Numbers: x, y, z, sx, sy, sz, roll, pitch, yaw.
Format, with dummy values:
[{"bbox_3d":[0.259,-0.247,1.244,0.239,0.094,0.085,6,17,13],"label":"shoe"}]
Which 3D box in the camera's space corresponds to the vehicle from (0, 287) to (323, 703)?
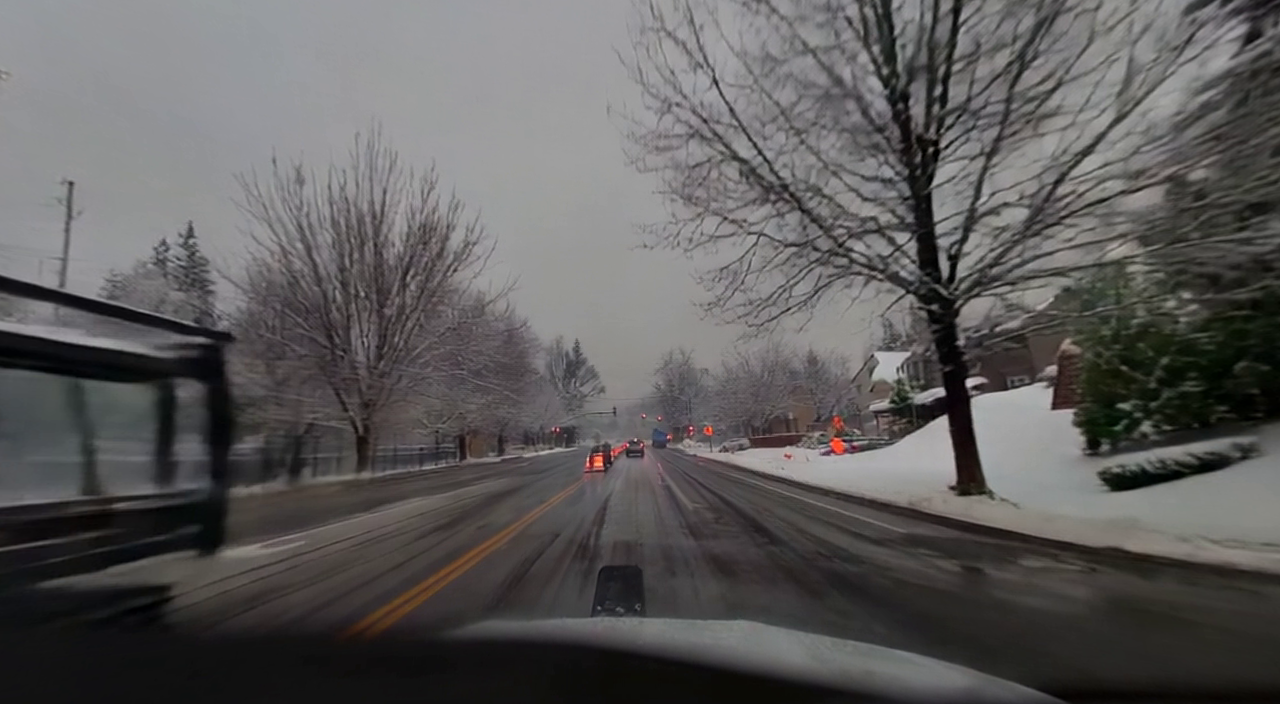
[{"bbox_3d":[-3.521,0.605,0.986,2.742,1.962,6.409,0,-8,0],"label":"vehicle"}]
